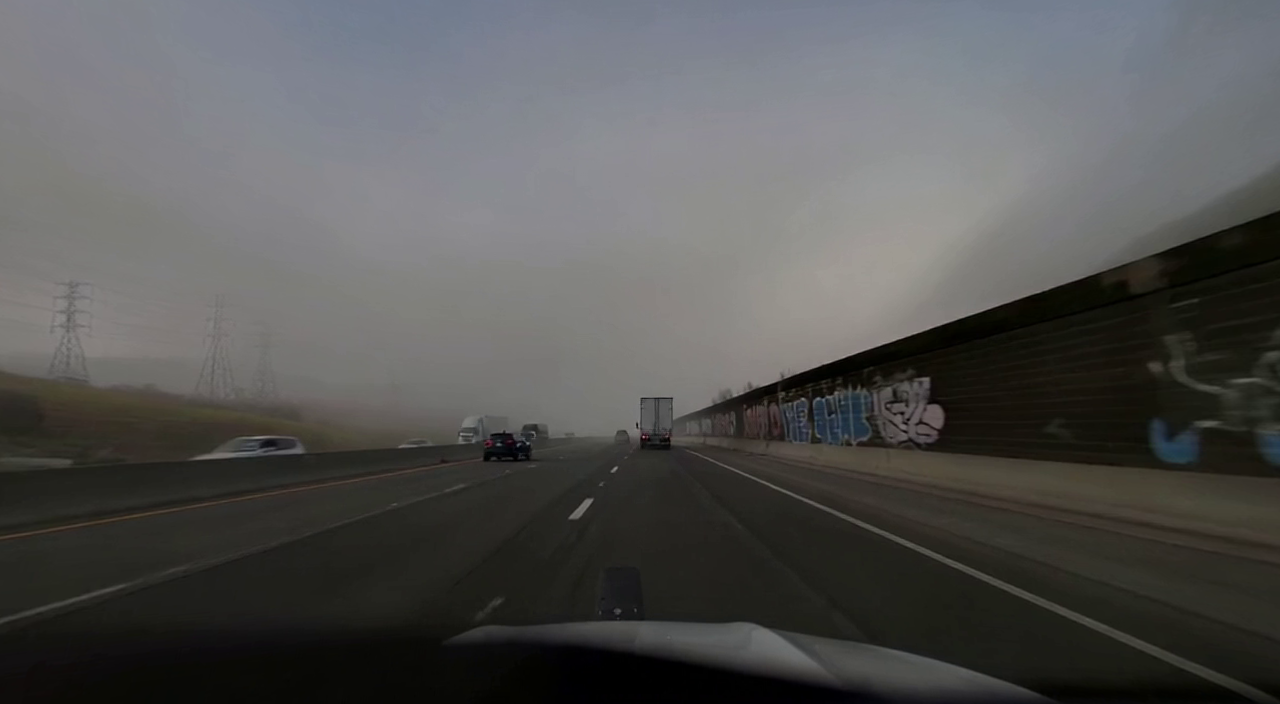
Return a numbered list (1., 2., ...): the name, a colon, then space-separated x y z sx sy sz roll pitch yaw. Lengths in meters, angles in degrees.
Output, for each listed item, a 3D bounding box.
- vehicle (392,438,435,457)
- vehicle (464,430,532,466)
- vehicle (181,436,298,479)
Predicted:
1. vehicle: -17.343 7.328 48.410 1.781 1.409 3.993 0 -8 0
2. vehicle: -6.278 4.276 28.373 1.965 1.486 4.448 0 -8 1
3. vehicle: -13.937 3.654 22.176 1.798 1.400 3.503 0 -8 0
